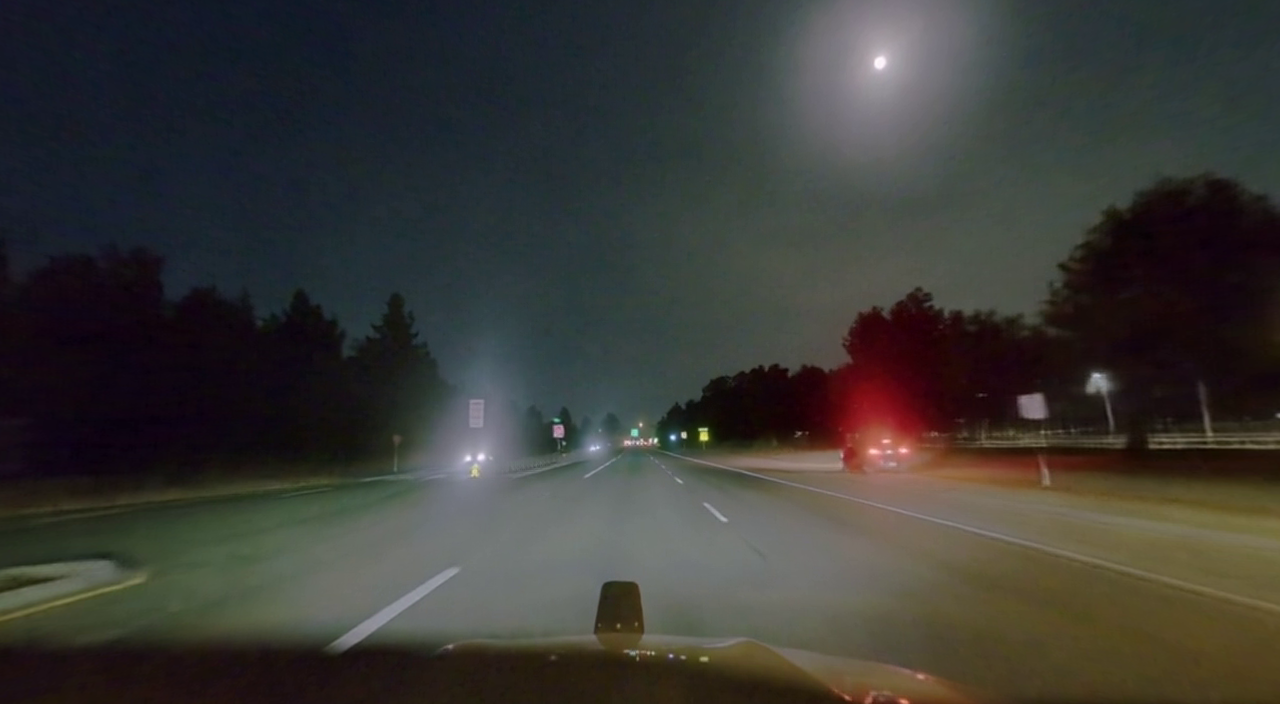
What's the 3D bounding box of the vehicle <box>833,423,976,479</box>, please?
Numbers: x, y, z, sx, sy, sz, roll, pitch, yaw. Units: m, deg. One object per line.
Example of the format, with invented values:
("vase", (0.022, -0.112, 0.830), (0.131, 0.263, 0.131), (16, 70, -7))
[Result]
("vehicle", (12.380, 4.631, 29.889), (5.581, 1.926, 2.324), (-6, -7, 0))
